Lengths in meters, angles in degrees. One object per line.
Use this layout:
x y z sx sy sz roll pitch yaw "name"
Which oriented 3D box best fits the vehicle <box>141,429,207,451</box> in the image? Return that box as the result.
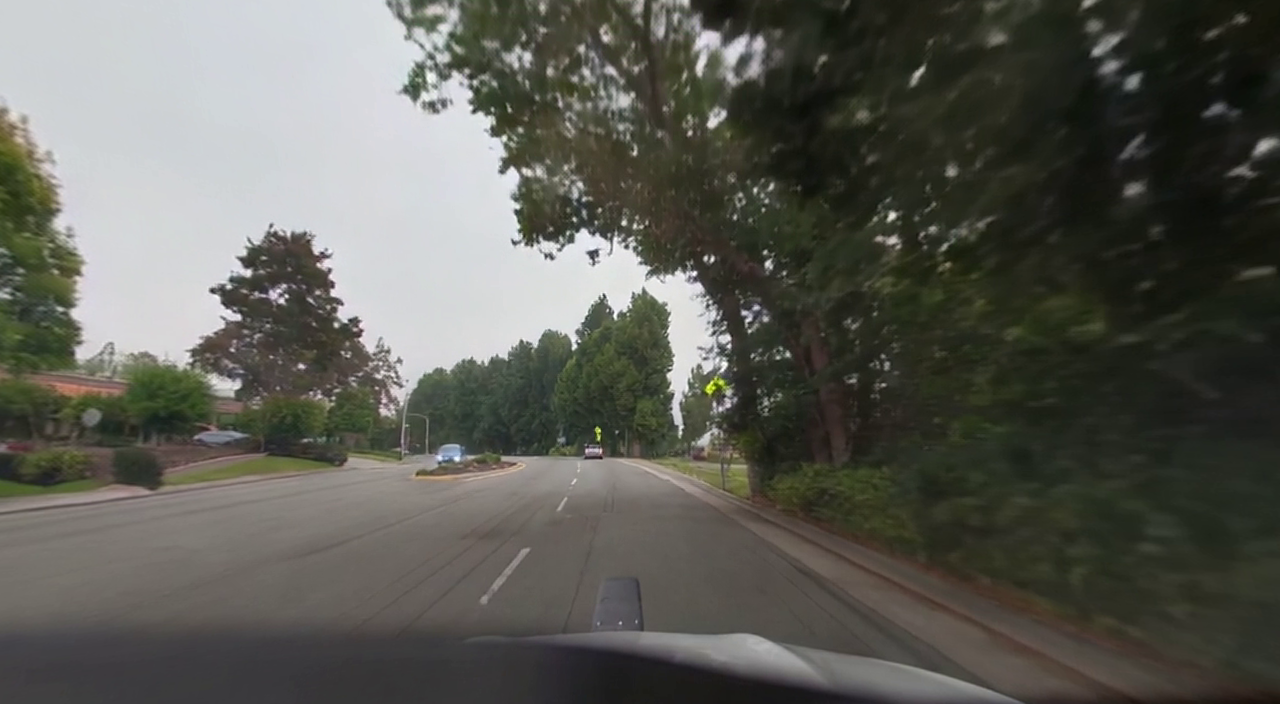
-36.599 6.929 49.642 4.083 1.464 1.747 -1 -15 14 "vehicle"
